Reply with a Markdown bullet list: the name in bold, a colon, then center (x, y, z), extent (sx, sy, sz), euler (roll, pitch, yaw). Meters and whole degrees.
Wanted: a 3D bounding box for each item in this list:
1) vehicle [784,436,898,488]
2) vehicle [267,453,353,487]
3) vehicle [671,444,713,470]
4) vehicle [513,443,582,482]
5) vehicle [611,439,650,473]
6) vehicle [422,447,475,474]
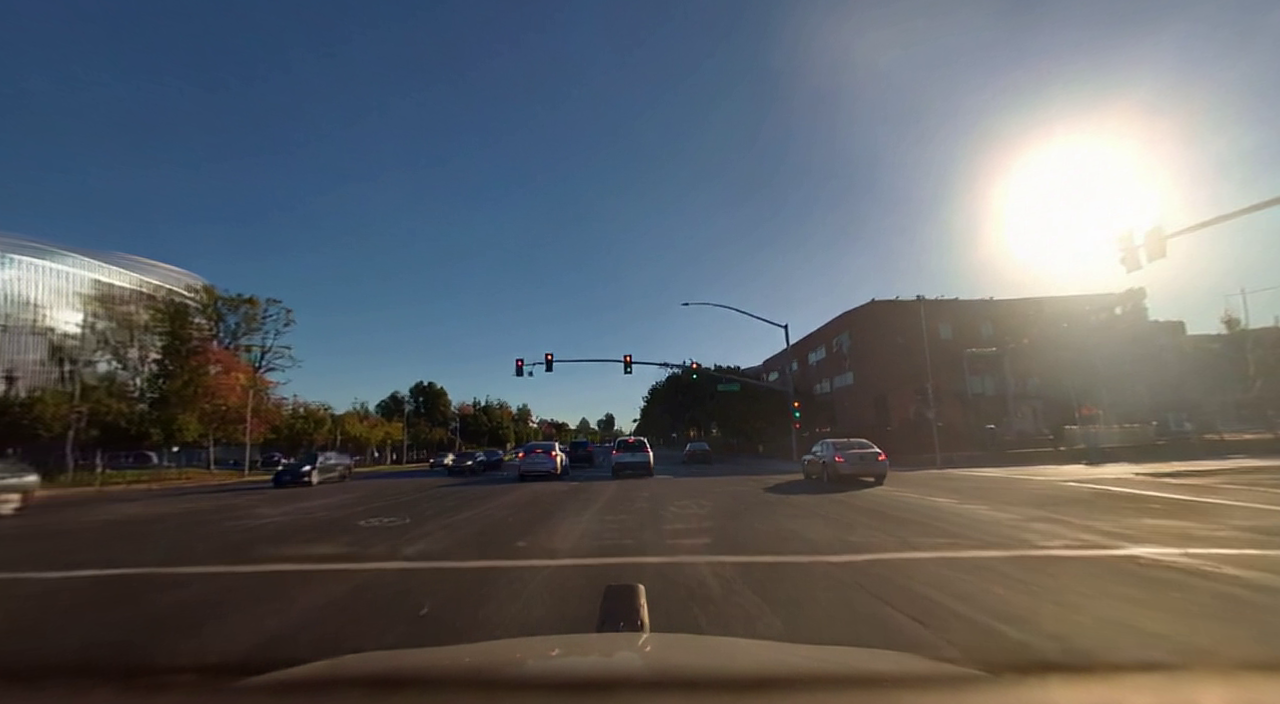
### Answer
- **vehicle**: center (6.234, 3.455, 20.272), extent (2.028, 1.451, 4.625), euler (0, -8, -1)
- **vehicle**: center (-15.834, 5.653, 30.590), extent (1.893, 1.429, 4.188), euler (0, -8, 1)
- **vehicle**: center (3.058, 6.275, 37.932), extent (2.014, 1.430, 4.103), euler (0, -8, -2)
- **vehicle**: center (-3.771, 4.570, 26.480), extent (2.163, 1.474, 4.413), euler (0, -8, 1)
- **vehicle**: center (-0.490, 5.586, 34.272), extent (2.008, 1.716, 4.125), euler (0, -8, 0)
- **vehicle**: center (-12.233, 6.916, 40.643), extent (1.975, 1.450, 4.561), euler (-5, -8, -1)
